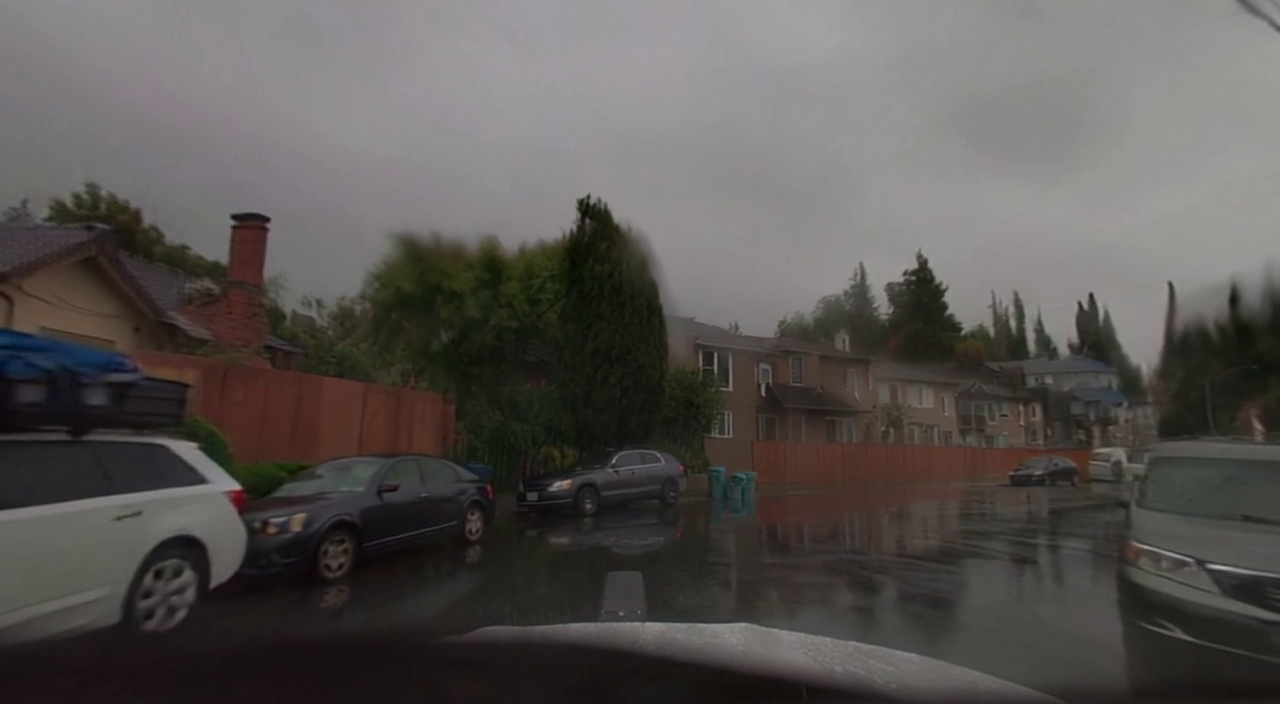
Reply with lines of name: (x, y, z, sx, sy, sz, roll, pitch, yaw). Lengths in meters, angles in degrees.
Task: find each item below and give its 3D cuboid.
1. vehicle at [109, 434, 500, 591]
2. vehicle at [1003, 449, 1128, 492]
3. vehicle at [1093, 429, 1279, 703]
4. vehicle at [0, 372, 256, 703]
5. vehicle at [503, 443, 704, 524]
vehicle: (-3.895, 2.014, 8.567, 1.943, 1.475, 4.701, -5, -11, 14)
vehicle: (16.497, 4.529, 24.461, 4.731, 1.478, 1.930, 5, -9, -28)
vehicle: (5.053, 1.395, 4.920, 2.054, 1.509, 4.671, -6, -10, 39)
vehicle: (-4.407, 0.972, 2.871, 2.247, 1.702, 5.043, -4, -11, -1)
vehicle: (-0.718, 2.865, 14.476, 4.217, 1.547, 2.082, 8, -11, -43)
